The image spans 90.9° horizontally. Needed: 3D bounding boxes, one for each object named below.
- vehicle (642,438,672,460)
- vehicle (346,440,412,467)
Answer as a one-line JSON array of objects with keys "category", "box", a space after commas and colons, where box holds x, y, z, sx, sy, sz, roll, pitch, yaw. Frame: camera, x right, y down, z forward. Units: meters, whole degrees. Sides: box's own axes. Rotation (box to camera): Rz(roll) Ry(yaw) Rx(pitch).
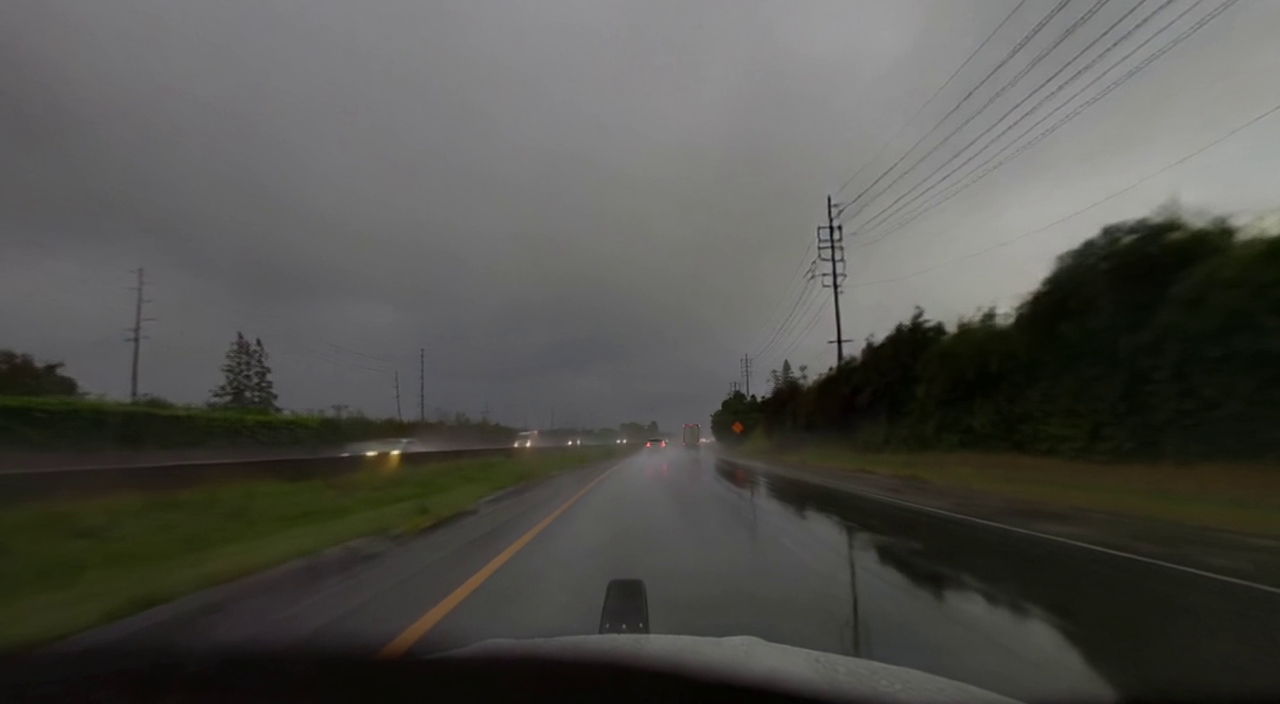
[{"category": "vehicle", "box": [1.303, 7.331, 47.844, 2.192, 1.556, 4.132, -1, -8, 2]}, {"category": "vehicle", "box": [-16.071, 6.260, 39.071, 1.979, 1.548, 4.640, -1, -8, 2]}]
